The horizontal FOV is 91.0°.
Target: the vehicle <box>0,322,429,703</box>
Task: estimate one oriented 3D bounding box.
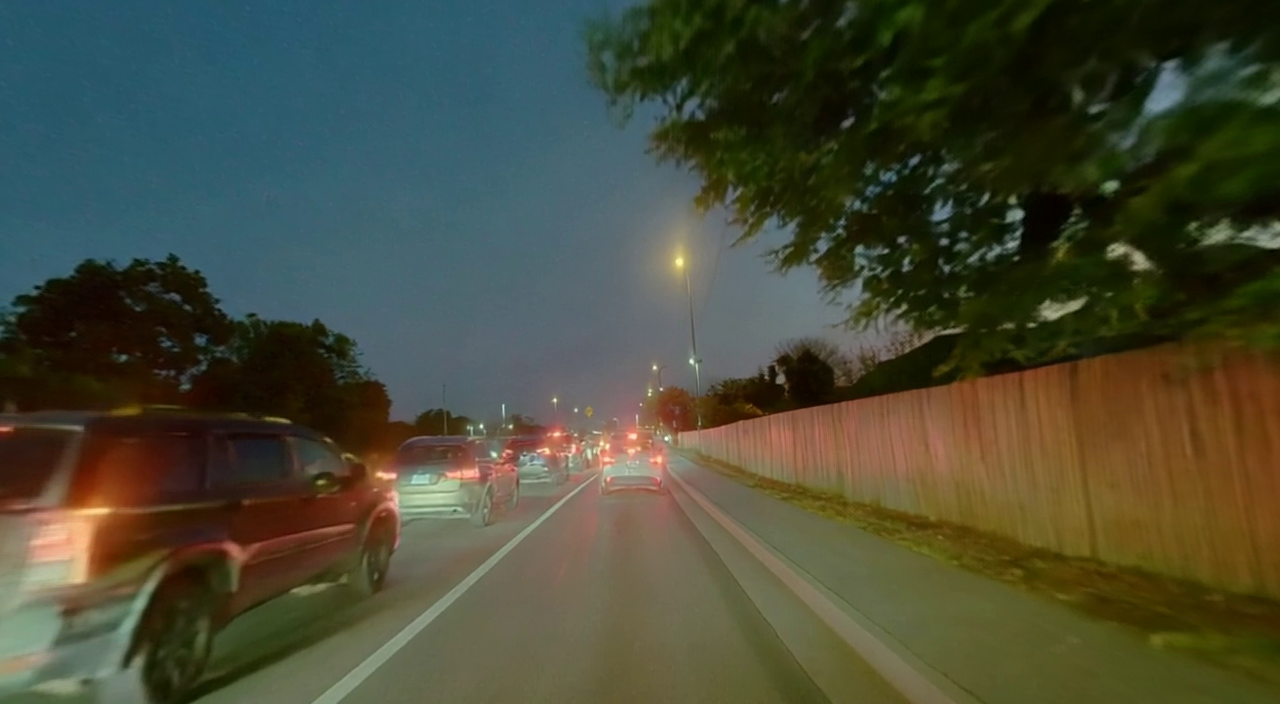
[{"bbox_3d":[-3.090,1.052,3.931,1.999,1.727,4.340,0,-8,0],"label":"vehicle"}]

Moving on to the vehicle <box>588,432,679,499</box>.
[{"bbox_3d":[-0.138,2.773,15.742,1.995,1.460,3.865,0,-8,0],"label":"vehicle"}]

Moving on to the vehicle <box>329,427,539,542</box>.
[{"bbox_3d":[-3.155,2.130,10.842,1.980,1.520,4.636,0,-8,1],"label":"vehicle"}]
